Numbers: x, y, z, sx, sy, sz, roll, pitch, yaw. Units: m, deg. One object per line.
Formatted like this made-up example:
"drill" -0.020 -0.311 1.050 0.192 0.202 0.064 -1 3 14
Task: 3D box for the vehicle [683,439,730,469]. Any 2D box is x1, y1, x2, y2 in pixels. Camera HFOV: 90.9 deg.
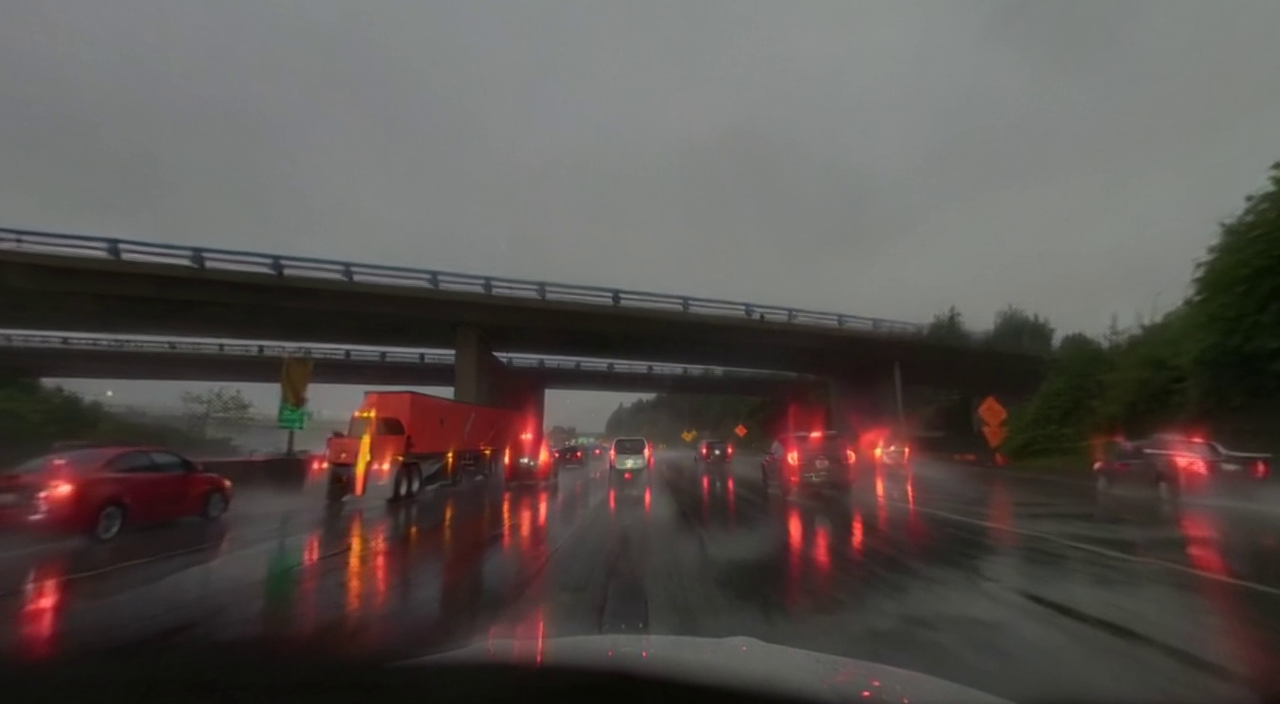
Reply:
"vehicle" 3.443 5.403 33.463 2.003 1.465 4.092 0 -8 -1

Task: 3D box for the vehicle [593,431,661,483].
"vehicle" -0.426 3.801 23.118 2.270 1.696 4.061 0 -8 0

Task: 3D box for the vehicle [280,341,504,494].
"vehicle" -7.439 2.426 21.373 2.959 3.886 10.574 -1 -8 2

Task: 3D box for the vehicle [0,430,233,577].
"vehicle" -7.511 1.726 7.629 1.948 1.494 4.749 0 -8 1

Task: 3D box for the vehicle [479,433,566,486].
"vehicle" -3.950 3.709 21.996 2.124 1.639 4.344 0 -8 1
